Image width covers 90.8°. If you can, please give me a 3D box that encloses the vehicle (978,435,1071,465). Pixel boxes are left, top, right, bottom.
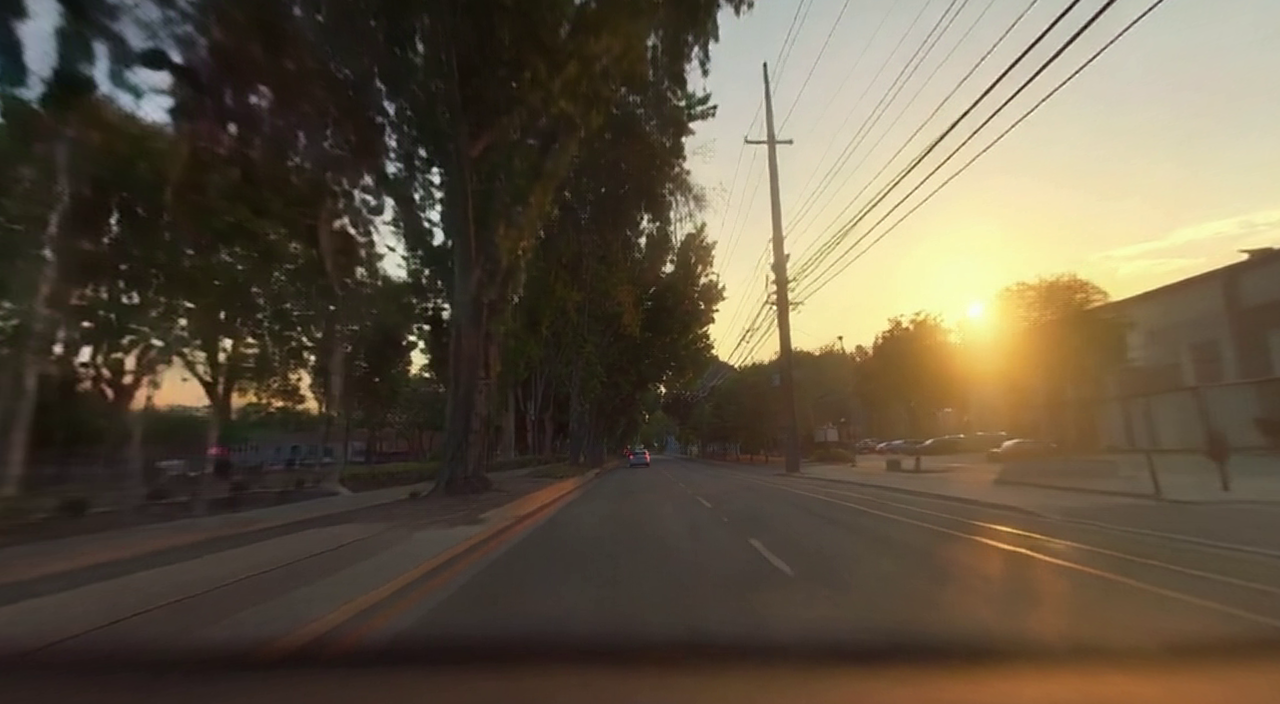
[{"bbox_3d":[26.024,6.767,43.083,2.189,1.805,5.633,0,-10,-8],"label":"vehicle"}]

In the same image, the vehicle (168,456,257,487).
[{"bbox_3d":[-25.658,7.145,38.169,2.016,1.661,4.674,0,-8,1],"label":"vehicle"}]

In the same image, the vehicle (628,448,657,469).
[{"bbox_3d":[0.159,7.916,47.137,2.109,1.501,4.042,0,-8,0],"label":"vehicle"}]
